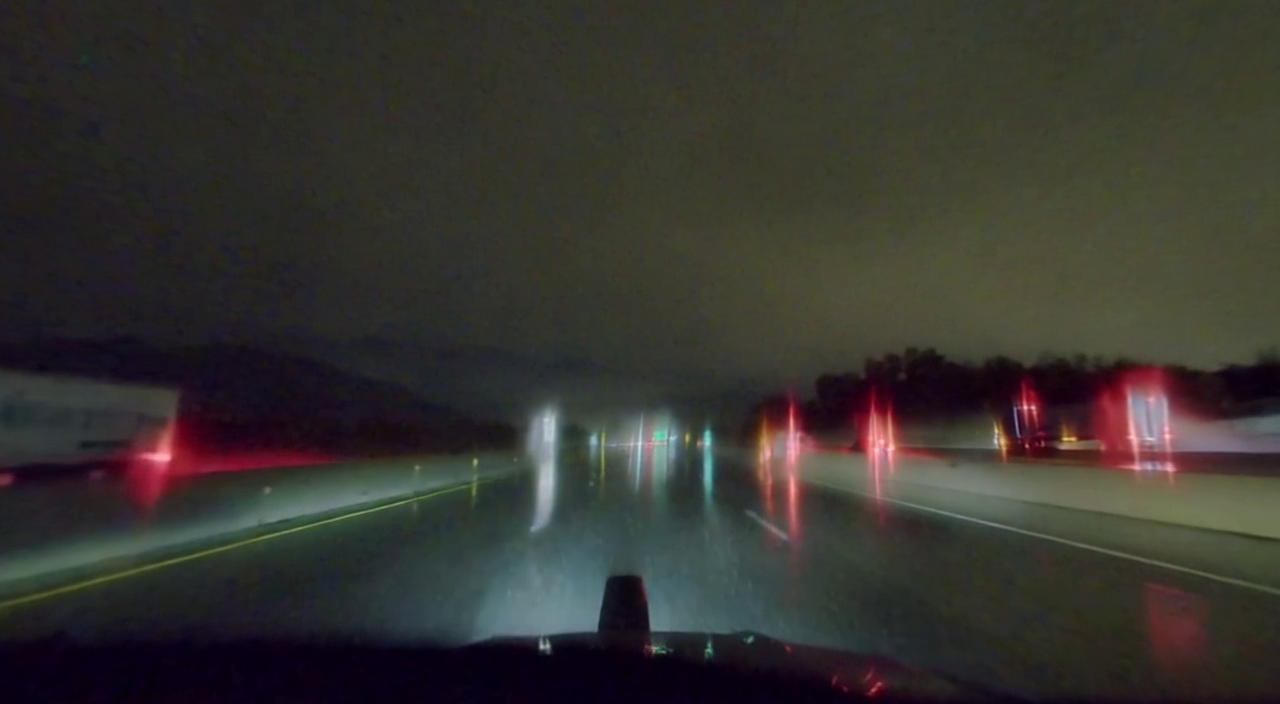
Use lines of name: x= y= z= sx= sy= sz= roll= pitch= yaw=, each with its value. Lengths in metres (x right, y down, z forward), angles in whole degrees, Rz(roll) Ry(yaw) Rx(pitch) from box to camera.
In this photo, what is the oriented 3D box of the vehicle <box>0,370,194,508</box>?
vehicle: x=-20.358 y=3.126 z=22.402 sx=2.889 sy=4.041 sz=8.073 roll=0 pitch=-8 yaw=0
